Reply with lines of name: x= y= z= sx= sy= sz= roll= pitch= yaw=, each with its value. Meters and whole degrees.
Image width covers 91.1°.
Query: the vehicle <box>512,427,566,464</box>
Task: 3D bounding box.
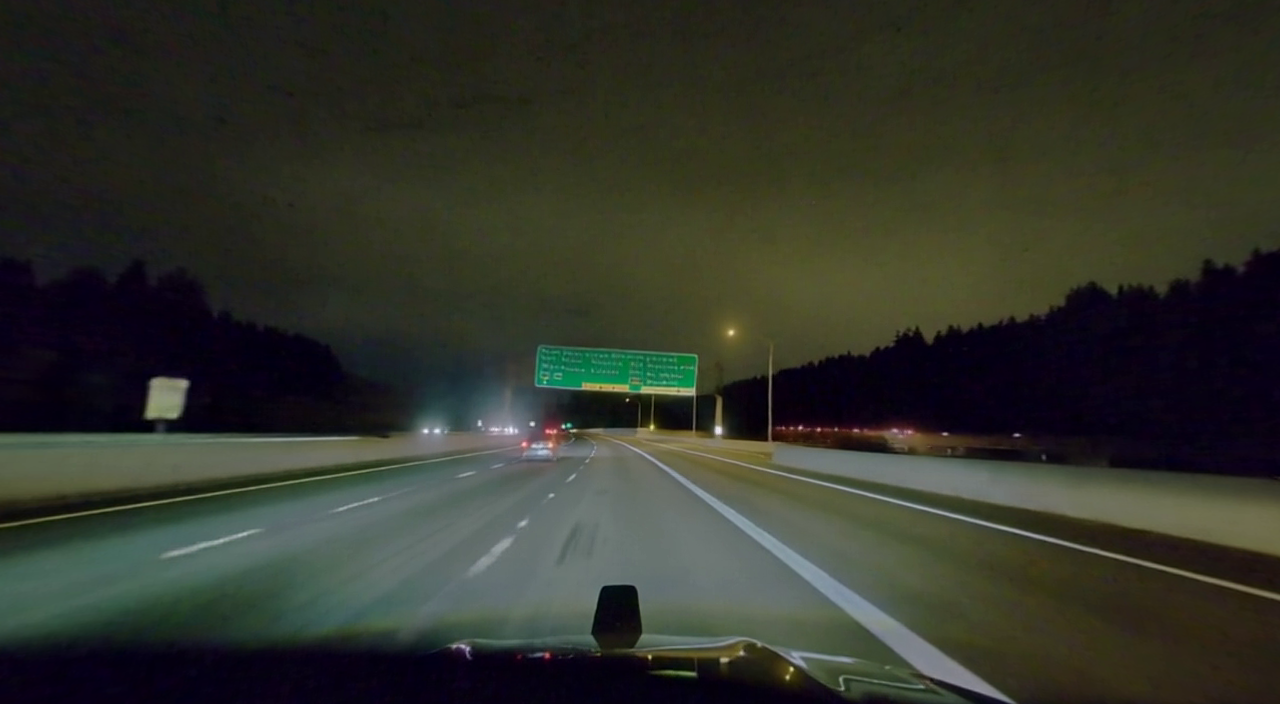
vehicle: x=-4.516 y=4.263 z=28.784 sx=1.878 sy=1.548 sz=3.966 roll=0 pitch=-8 yaw=-1
